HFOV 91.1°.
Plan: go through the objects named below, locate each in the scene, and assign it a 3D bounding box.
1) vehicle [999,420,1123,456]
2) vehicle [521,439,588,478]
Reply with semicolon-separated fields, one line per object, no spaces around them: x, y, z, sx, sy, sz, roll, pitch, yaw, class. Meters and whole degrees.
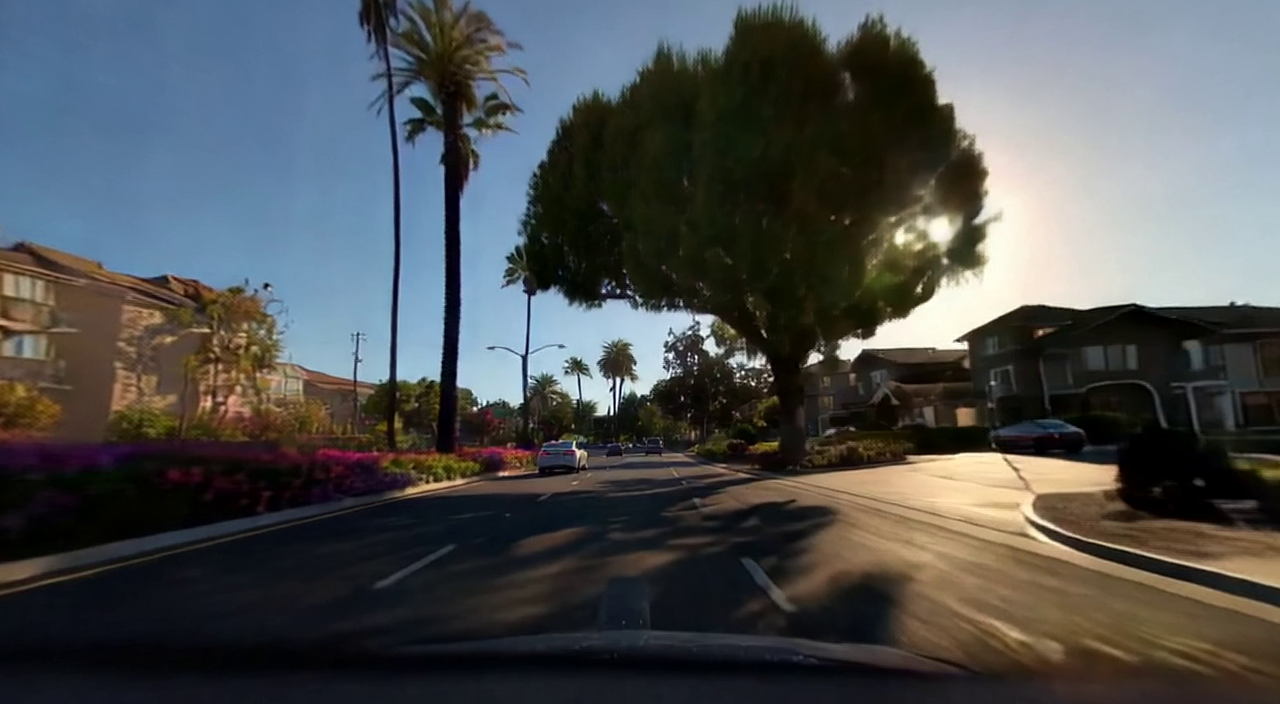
19.799;4.062;29.695;4.364;1.609;1.917;-1;-8;8;vehicle
-3.473;4.415;26.402;2.036;1.478;4.508;0;-8;2;vehicle
